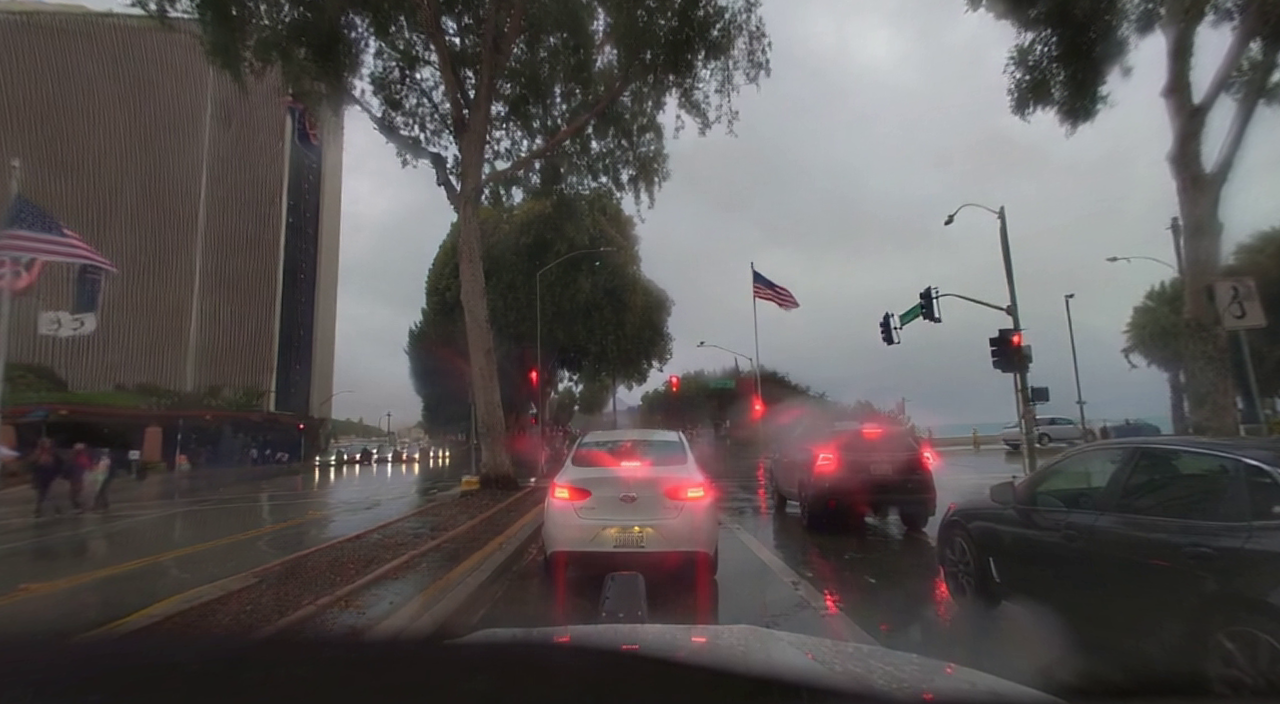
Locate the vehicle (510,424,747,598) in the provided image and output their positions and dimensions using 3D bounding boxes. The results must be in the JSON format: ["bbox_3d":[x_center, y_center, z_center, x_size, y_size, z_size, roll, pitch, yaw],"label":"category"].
[{"bbox_3d":[-0.103,1.694,7.537,2.096,1.521,3.747,0,-8,0],"label":"vehicle"}]

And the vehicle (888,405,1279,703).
[{"bbox_3d":[3.375,1.175,3.995,1.833,1.465,4.258,0,-8,-1],"label":"vehicle"}]

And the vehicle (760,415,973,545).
[{"bbox_3d":[3.513,2.078,10.939,1.978,1.738,4.599,0,-8,0],"label":"vehicle"}]
